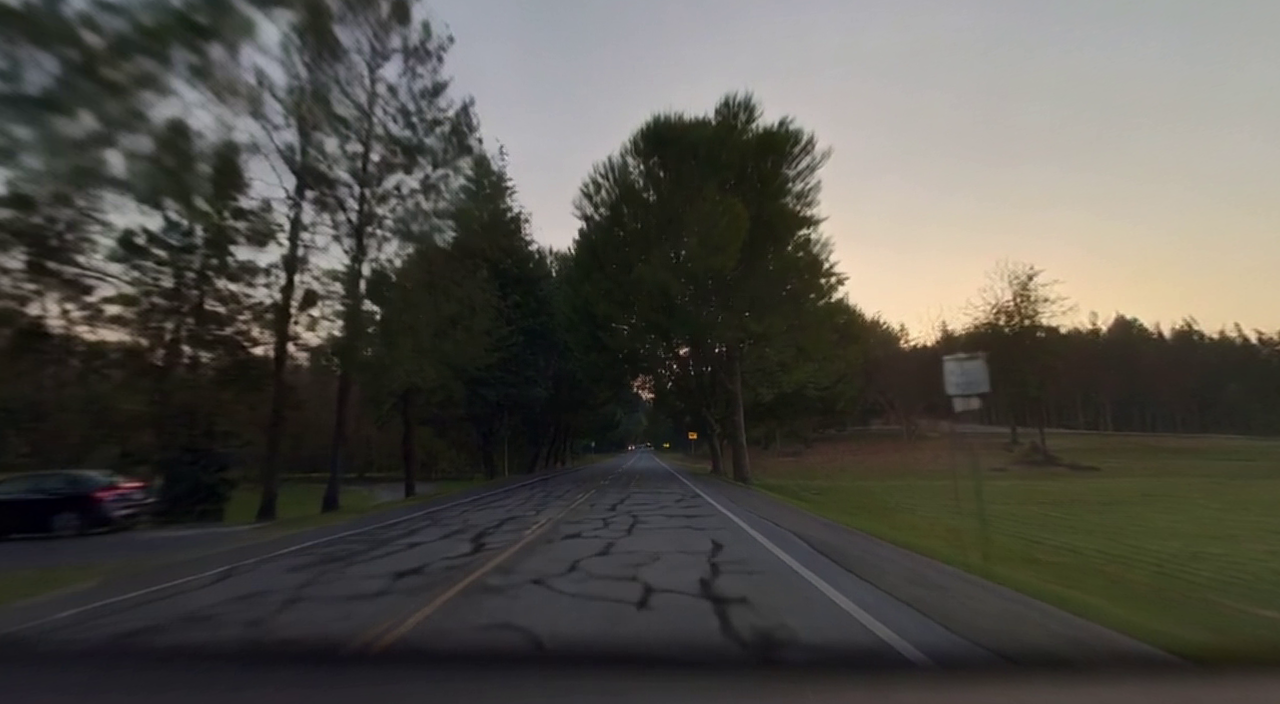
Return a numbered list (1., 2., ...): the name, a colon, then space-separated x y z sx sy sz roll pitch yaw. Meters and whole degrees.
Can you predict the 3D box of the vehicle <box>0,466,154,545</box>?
1. vehicle: -12.862 3.080 12.878 4.266 1.425 1.759 0 -9 -3
